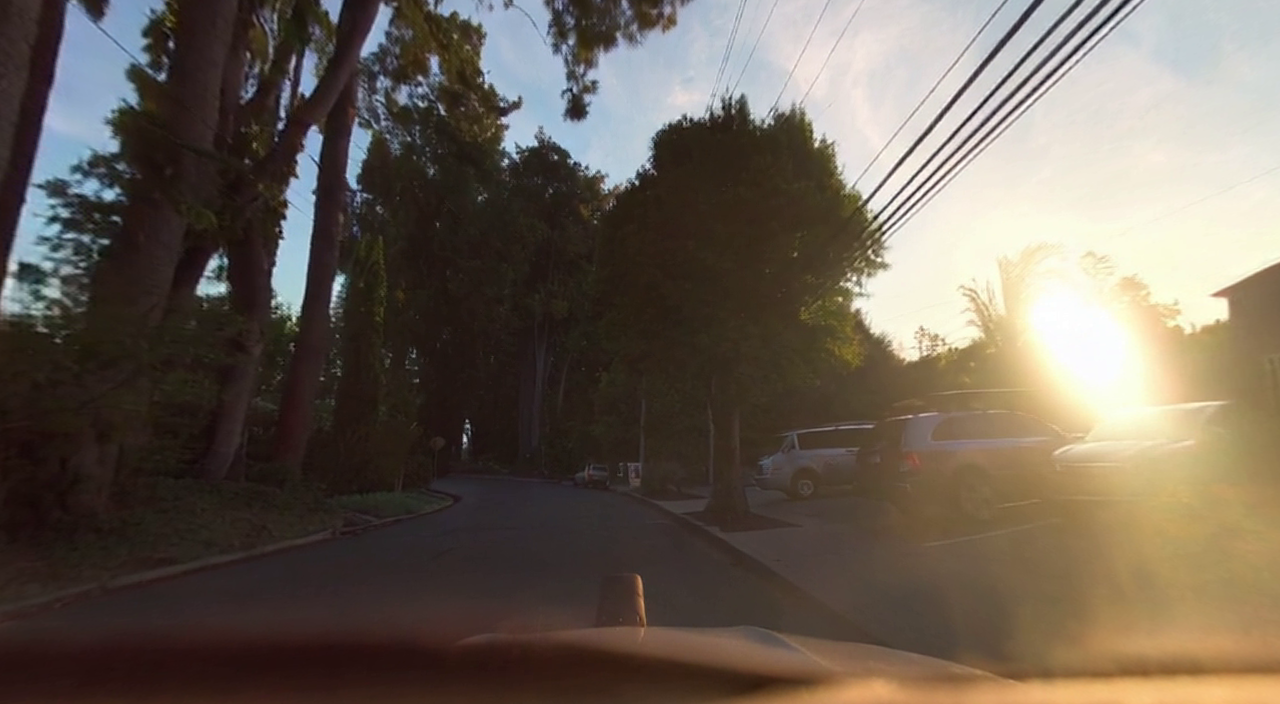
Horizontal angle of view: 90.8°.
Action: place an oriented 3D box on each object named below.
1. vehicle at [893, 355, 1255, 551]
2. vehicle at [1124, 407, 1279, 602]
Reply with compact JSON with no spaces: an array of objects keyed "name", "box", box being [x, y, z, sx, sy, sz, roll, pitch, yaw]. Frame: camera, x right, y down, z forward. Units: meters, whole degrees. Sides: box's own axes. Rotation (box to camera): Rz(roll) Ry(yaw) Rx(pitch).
[{"name":"vehicle","box":[6.784,1.615,9.823,5.269,2.289,2.446,7,-13,-31]},{"name":"vehicle","box":[7.011,1.361,6.491,4.156,1.502,1.577,0,-7,-30]}]
